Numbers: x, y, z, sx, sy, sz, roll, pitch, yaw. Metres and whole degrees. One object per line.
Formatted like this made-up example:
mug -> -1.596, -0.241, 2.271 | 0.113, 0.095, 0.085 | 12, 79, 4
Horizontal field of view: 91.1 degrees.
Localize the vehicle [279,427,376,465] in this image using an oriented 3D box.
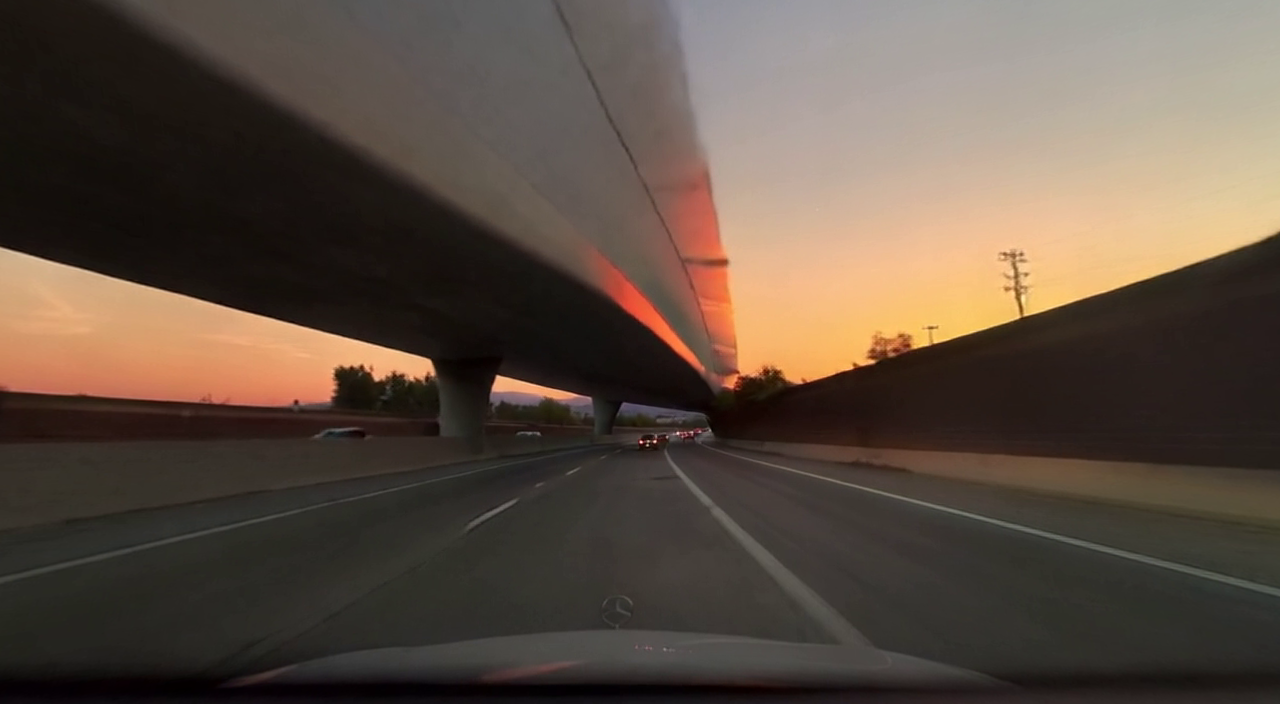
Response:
vehicle -> -15.070, 4.569, 30.700 | 2.048, 1.687, 5.274 | 0, -8, 0
